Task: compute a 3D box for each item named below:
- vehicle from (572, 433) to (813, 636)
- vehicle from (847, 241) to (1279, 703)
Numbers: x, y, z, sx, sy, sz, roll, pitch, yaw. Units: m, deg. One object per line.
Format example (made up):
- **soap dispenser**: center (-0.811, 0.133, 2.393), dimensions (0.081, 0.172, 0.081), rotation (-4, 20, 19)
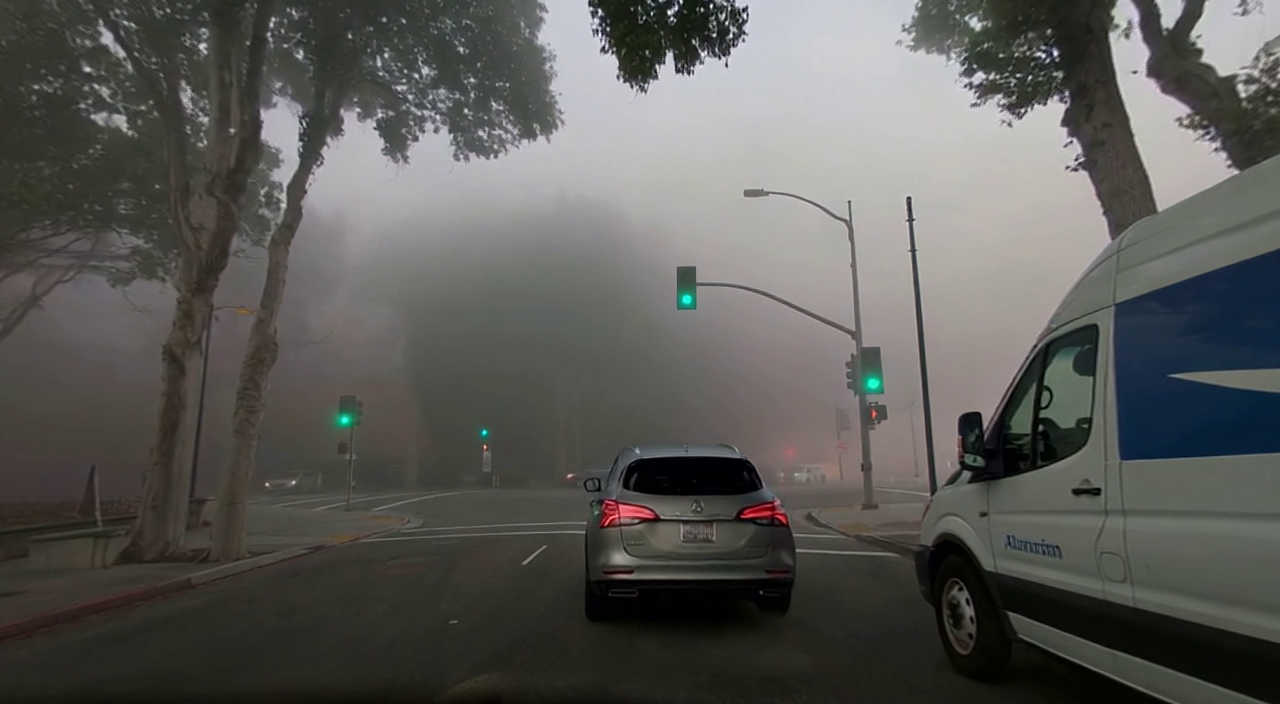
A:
- **vehicle**: center (0.367, 1.832, 7.027), dimensions (1.961, 1.629, 3.610), rotation (1, -11, -2)
- **vehicle**: center (2.856, 0.879, 2.831), dimensions (2.054, 1.965, 5.248), rotation (1, -11, 0)
